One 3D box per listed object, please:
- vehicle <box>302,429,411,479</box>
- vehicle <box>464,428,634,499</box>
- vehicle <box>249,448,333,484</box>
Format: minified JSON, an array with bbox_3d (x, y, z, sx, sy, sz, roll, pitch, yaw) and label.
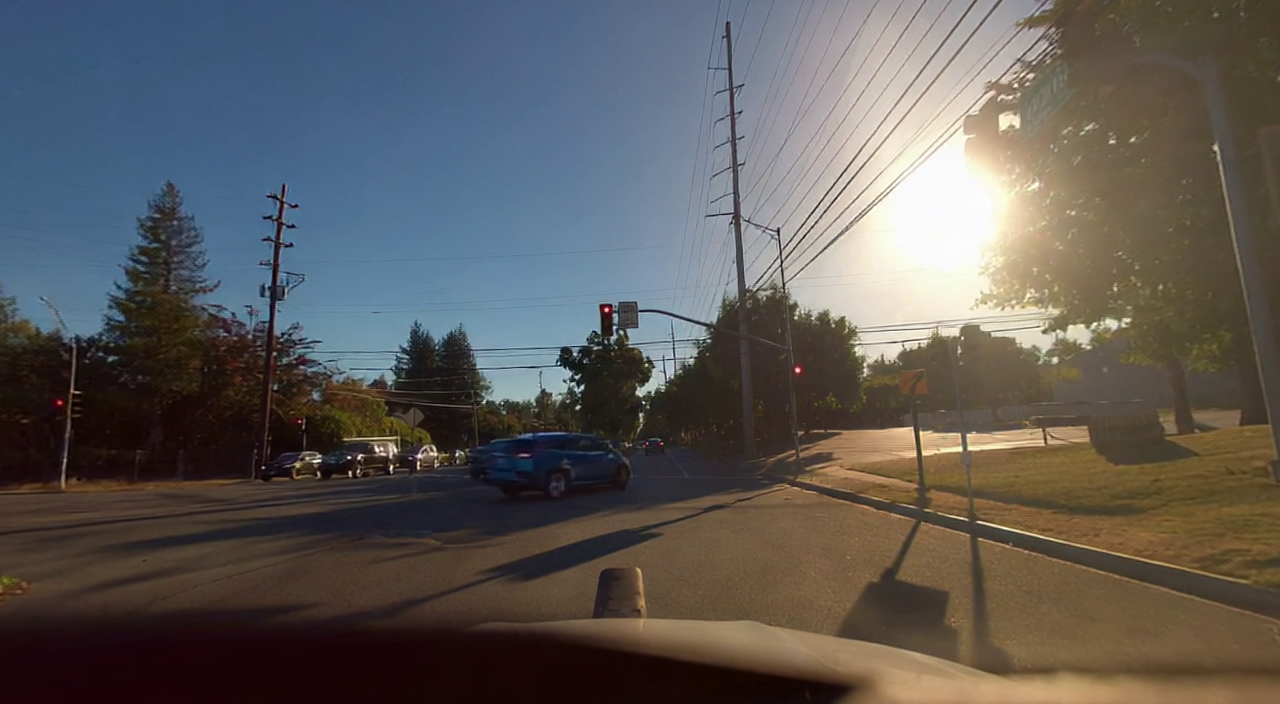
[{"bbox_3d":[-13.117,4.766,29.630,2.350,2.104,5.828,0,-8,1],"label":"vehicle"},{"bbox_3d":[-2.336,3.021,17.383,2.051,1.666,4.607,-6,-10,34],"label":"vehicle"},{"bbox_3d":[-17.090,5.590,31.005,1.942,1.477,3.957,-4,-9,-1],"label":"vehicle"}]
